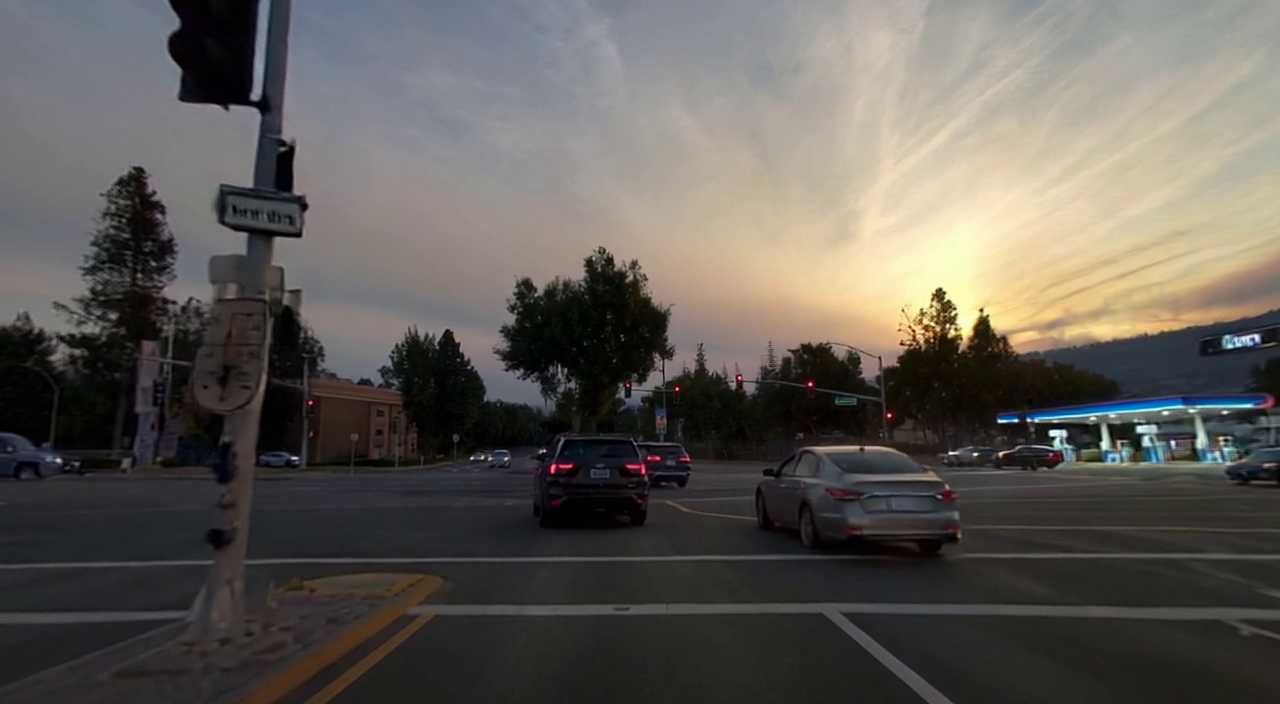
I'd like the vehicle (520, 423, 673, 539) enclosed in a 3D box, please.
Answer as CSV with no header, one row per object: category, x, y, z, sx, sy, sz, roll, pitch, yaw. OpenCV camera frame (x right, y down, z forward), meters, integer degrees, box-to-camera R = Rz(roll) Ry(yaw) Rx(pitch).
vehicle,-1.009,2.325,12.059,2.351,1.733,4.616,1,-9,-9

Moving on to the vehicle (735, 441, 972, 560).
vehicle,3.056,2.216,10.322,1.965,1.460,4.581,1,-9,-5

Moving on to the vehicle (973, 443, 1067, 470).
vehicle,25.915,7.143,43.278,4.952,1.745,2.184,-2,-9,14

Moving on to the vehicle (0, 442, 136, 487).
vehicle,-26.642,5.207,29.350,4.658,1.911,2.162,-2,-9,5
